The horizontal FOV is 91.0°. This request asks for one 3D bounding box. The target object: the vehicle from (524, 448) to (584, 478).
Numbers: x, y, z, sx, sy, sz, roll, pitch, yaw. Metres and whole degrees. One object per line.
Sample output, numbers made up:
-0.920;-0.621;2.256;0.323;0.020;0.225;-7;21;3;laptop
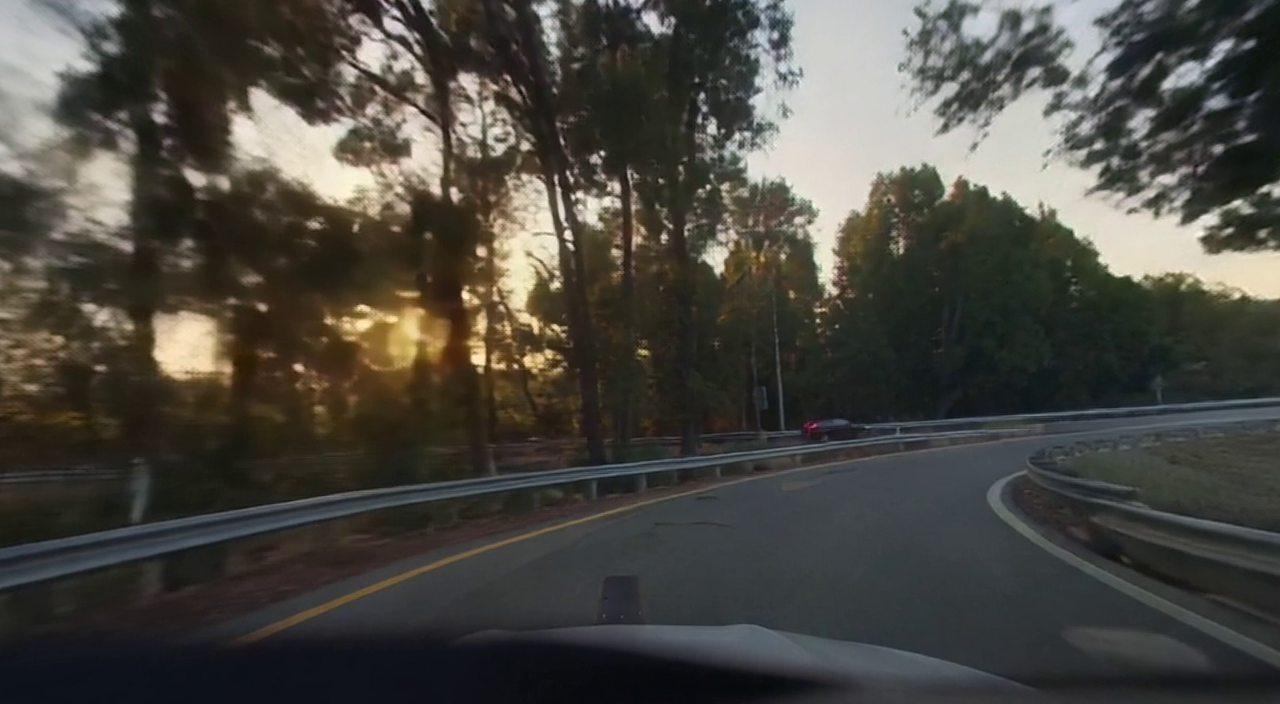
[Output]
-5.980;7.740;43.912;3.990;1.549;1.971;-3;-17;-6;vehicle
